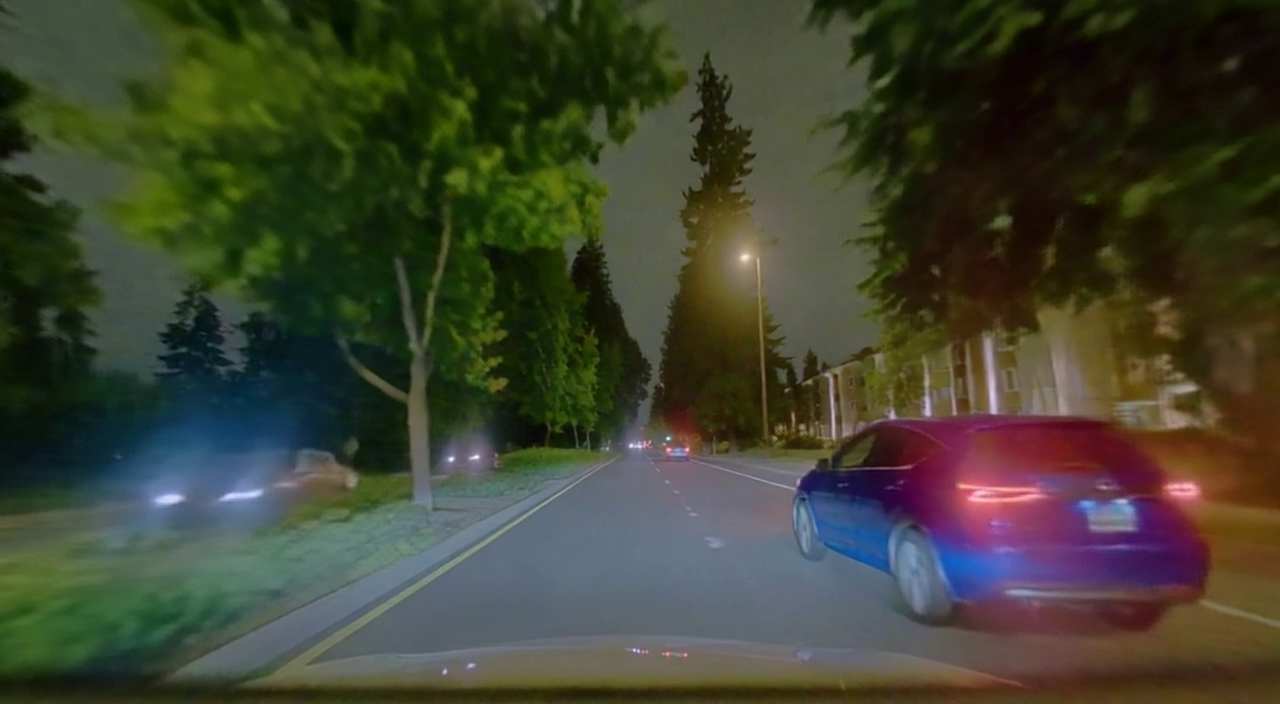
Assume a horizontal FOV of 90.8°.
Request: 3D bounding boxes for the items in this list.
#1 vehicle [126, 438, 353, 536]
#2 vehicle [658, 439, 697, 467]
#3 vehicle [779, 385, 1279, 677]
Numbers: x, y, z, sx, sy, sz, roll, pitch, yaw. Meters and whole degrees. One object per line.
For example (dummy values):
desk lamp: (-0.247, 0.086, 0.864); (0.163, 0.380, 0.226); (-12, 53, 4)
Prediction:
vehicle: (-8.132, 2.738, 13.470); (1.973, 1.701, 4.338); (0, -9, 0)
vehicle: (2.365, 6.484, 40.700); (2.164, 1.725, 4.285); (0, -9, -1)
vehicle: (2.895, 1.322, 5.826); (2.066, 1.603, 4.475); (0, -9, -2)
